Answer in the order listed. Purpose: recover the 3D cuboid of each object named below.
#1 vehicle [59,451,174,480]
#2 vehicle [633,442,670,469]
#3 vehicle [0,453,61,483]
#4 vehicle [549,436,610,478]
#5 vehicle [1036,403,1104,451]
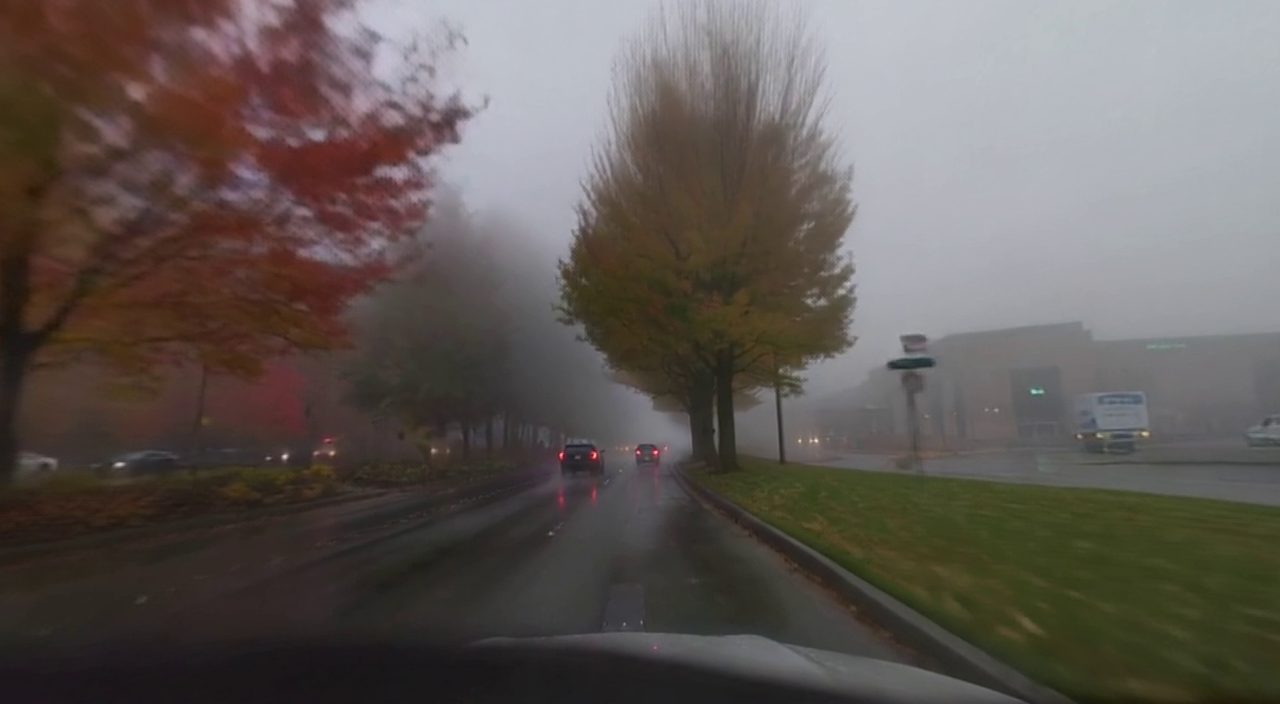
[{"bbox_3d":[-30.505,6.606,36.986,1.822,1.522,5.556,0,-9,2],"label":"vehicle"},{"bbox_3d":[0.677,6.084,37.282,2.040,1.493,3.682,0,-9,1],"label":"vehicle"},{"bbox_3d":[-33.708,6.144,33.380,1.773,1.477,4.319,0,-9,2],"label":"vehicle"},{"bbox_3d":[-2.649,4.719,28.537,2.197,1.709,4.069,0,-9,2],"label":"vehicle"},{"bbox_3d":[23.133,4.096,33.985,2.320,2.489,2.049,-2,-9,17],"label":"vehicle"}]
